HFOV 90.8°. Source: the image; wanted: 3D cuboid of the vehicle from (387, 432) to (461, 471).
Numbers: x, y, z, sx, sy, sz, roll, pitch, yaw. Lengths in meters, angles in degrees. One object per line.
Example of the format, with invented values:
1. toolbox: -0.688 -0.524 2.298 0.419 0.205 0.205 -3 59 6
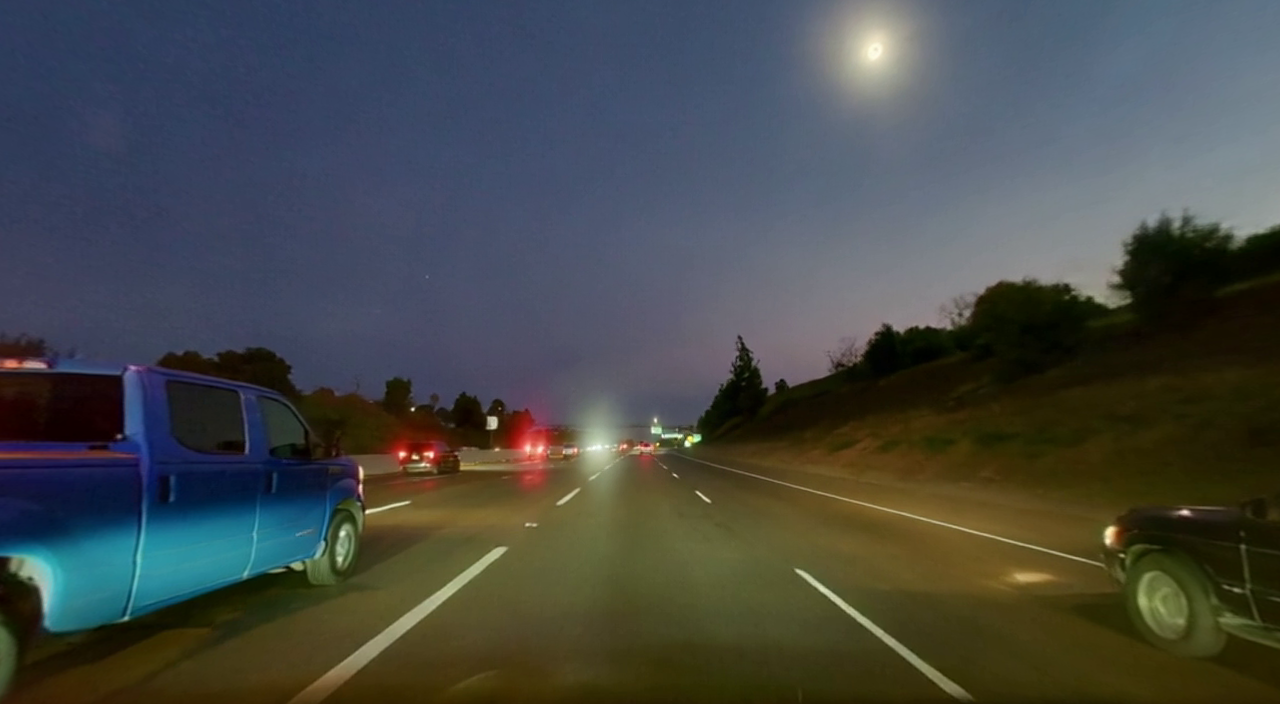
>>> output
1. vehicle: -11.002 5.106 32.546 2.012 1.875 4.895 0 -9 1

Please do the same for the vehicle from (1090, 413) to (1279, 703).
1. vehicle: 4.255 0.915 2.110 2.047 1.524 4.619 0 -9 -1

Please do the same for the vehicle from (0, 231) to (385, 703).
1. vehicle: -3.563 0.651 2.472 2.483 2.100 6.208 0 -9 0
